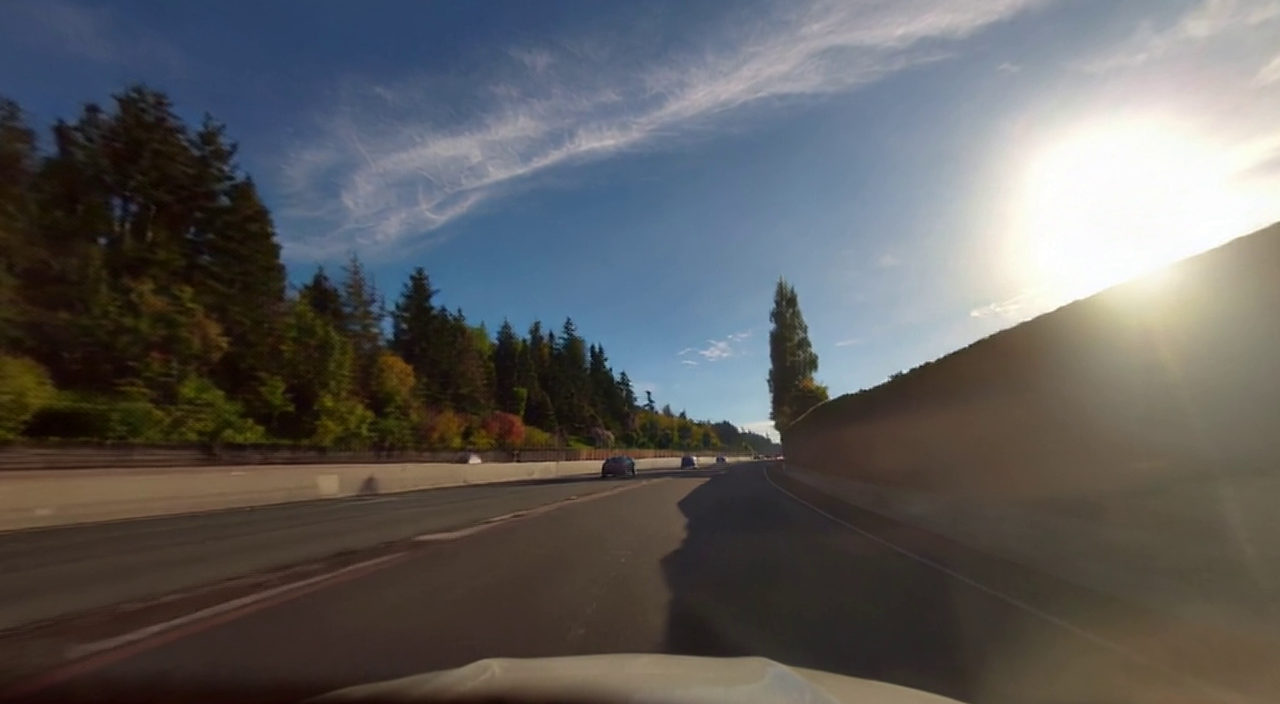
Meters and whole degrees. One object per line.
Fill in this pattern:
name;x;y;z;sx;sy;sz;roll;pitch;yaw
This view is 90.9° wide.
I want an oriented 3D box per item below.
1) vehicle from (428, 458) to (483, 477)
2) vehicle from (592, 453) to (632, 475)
vehicle;-13.250;8.339;45.622;1.793;1.238;4.760;-2;-9;11
vehicle;-1.967;8.104;45.698;1.699;1.461;4.924;-2;-9;12
